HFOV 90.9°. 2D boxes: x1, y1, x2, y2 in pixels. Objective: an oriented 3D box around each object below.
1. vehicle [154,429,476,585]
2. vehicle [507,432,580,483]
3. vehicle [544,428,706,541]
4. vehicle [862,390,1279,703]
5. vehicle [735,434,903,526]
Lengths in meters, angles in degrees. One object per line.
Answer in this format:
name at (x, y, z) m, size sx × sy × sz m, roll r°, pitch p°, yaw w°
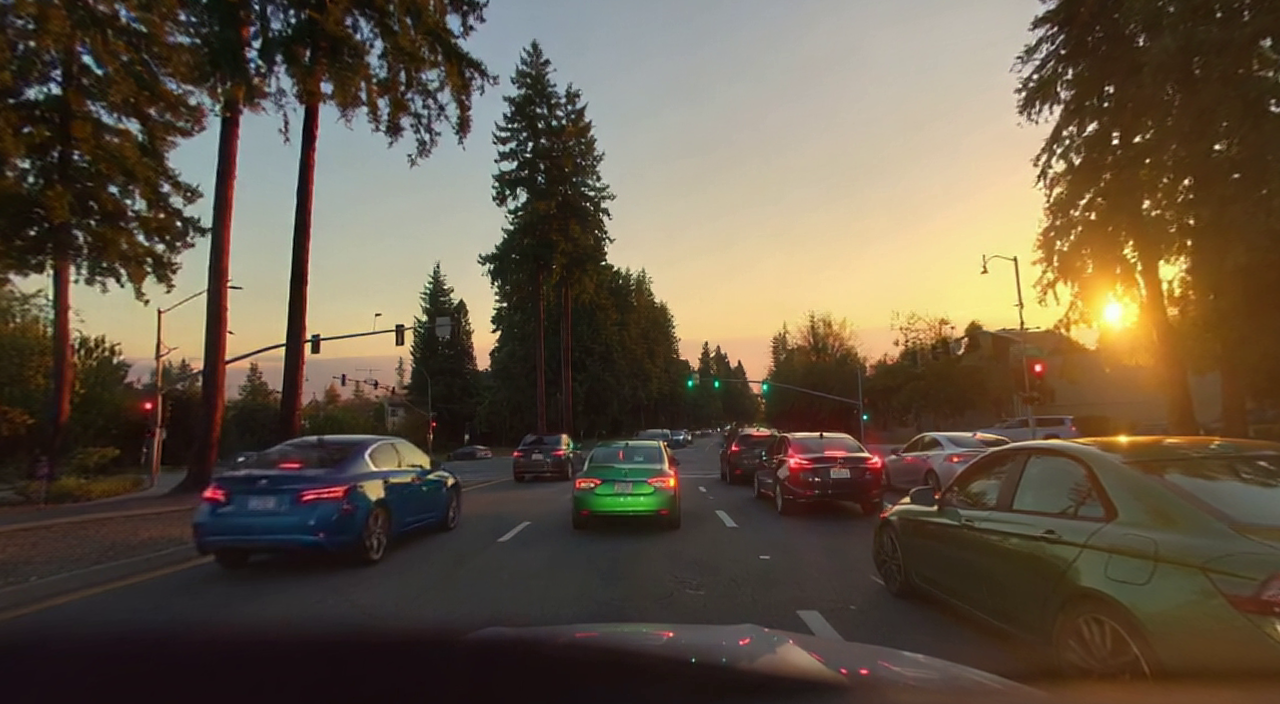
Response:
vehicle at (-3.732, 1.831, 8.383) m, size 1.935 × 1.482 × 4.433 m, roll 0°, pitch -8°, yaw 0°
vehicle at (-3.474, 3.877, 23.454) m, size 1.961 × 1.714 × 4.268 m, roll 0°, pitch -8°, yaw 1°
vehicle at (-0.209, 2.055, 10.360) m, size 2.147 × 1.479 × 3.803 m, roll 0°, pitch -8°, yaw 0°
vehicle at (3.145, 1.153, 4.036) m, size 1.903 × 1.480 × 4.270 m, roll 0°, pitch -8°, yaw 0°
vehicle at (3.195, 2.345, 12.306) m, size 1.975 × 1.460 × 4.357 m, roll 0°, pitch -8°, yaw 0°
